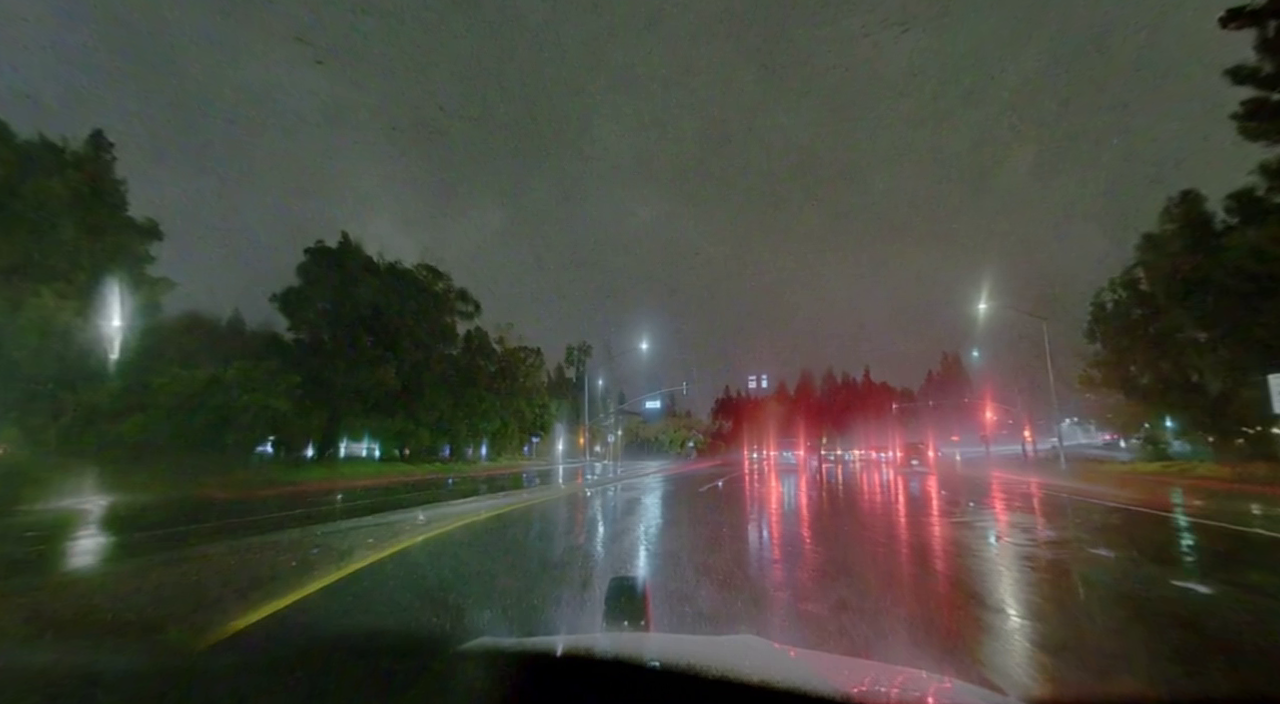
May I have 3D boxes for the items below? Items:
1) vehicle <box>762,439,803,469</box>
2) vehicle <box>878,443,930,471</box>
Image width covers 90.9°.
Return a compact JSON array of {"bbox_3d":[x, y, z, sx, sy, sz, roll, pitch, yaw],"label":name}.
[{"bbox_3d":[8.273,5.848,36.329,2.078,1.578,4.107,-3,-9,15],"label":"vehicle"},{"bbox_3d":[14.475,5.730,34.755,1.884,1.422,4.262,-2,-9,13],"label":"vehicle"}]
